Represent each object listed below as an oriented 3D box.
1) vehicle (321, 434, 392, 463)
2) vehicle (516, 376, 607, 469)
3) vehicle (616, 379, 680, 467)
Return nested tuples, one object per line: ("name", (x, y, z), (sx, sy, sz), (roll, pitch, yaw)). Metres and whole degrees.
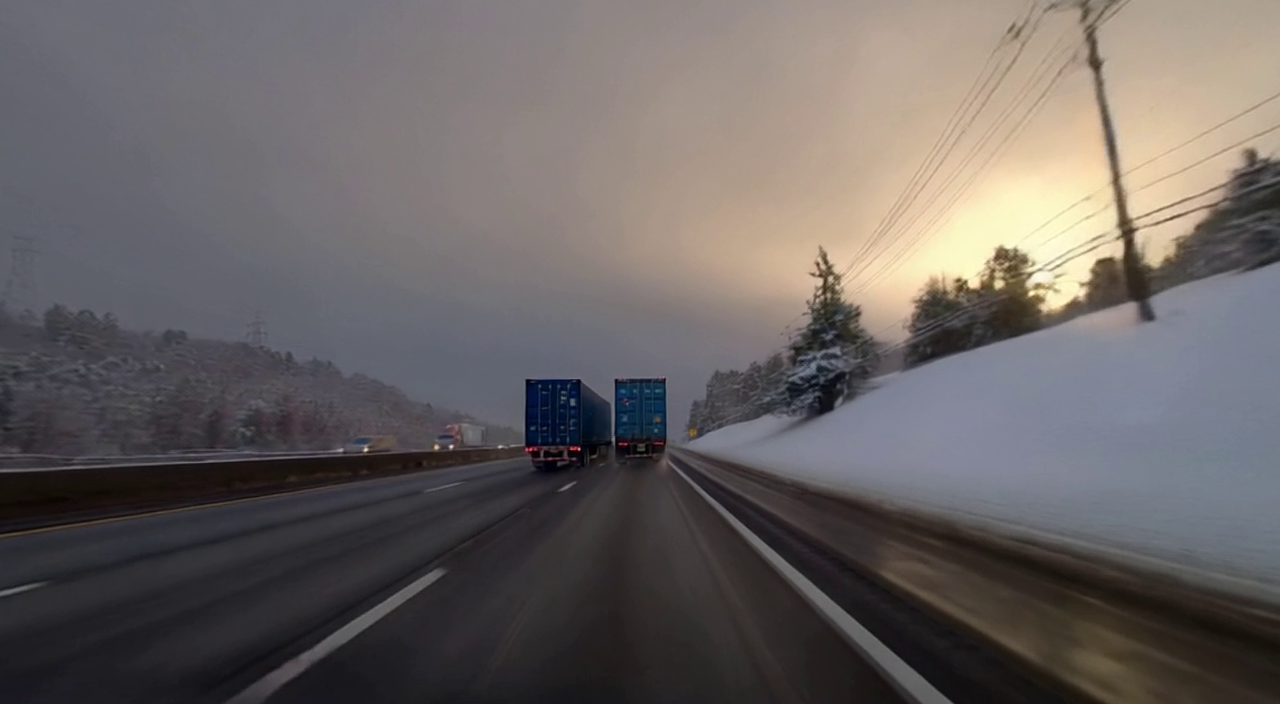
("vehicle", (-17.503, 5.968, 39.112), (2.056, 1.688, 5.031), (0, -8, 0))
("vehicle", (-3.811, 4.070, 34.743), (3.065, 4.105, 13.706), (0, -8, 1))
("vehicle", (0.264, 4.112, 35.332), (3.006, 4.120, 11.586), (0, -8, -1))
